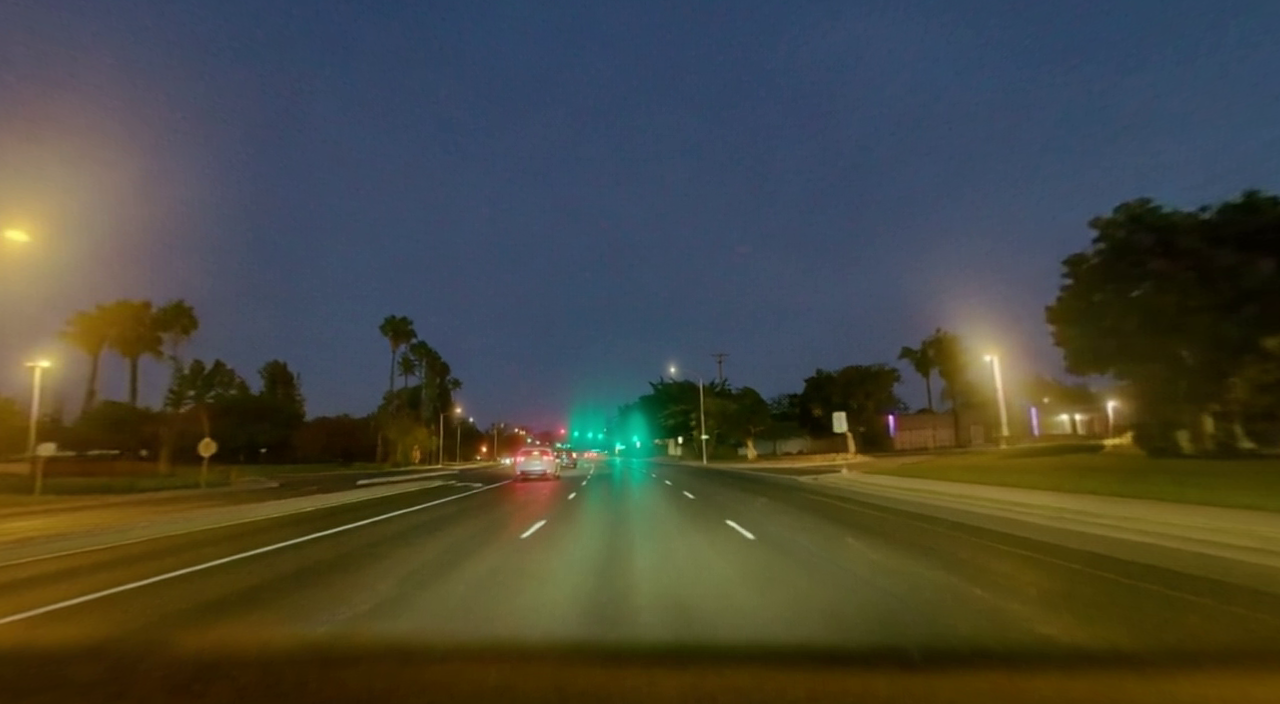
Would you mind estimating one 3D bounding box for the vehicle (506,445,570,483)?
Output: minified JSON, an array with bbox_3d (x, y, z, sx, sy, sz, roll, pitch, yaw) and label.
[{"bbox_3d":[-4.211,4.684,26.834,2.108,1.475,4.555,0,-8,-2],"label":"vehicle"}]
